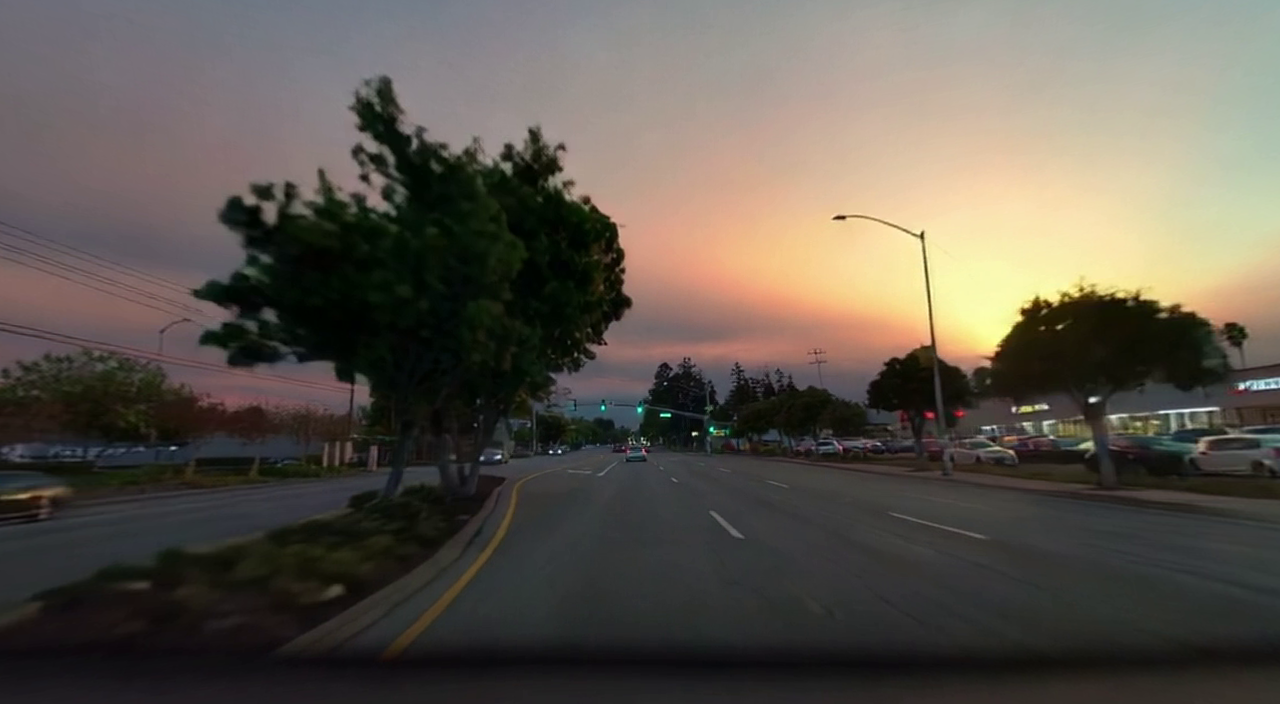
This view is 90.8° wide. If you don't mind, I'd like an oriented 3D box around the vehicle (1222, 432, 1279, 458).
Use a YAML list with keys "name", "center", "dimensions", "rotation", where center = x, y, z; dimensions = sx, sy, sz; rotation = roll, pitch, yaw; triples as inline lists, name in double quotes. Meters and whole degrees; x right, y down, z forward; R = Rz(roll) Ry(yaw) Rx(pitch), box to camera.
- name: "vehicle"
  center: [37.888, 5.590, 38.154]
  dimensions: [3.692, 1.467, 1.779]
  rotation: [-1, -8, -2]

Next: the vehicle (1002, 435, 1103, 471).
- name: "vehicle"
  center: [19.487, 4.758, 29.830]
  dimensions: [4.238, 1.561, 1.922]
  rotation: [4, -10, -25]

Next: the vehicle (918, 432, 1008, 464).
- name: "vehicle"
  center: [20.231, 6.016, 39.579]
  dimensions: [5.072, 1.887, 2.189]
  rotation: [4, -10, -24]

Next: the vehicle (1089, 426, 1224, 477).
- name: "vehicle"
  center: [19.226, 3.692, 23.511]
  dimensions: [4.630, 1.704, 2.063]
  rotation: [4, -10, -27]
